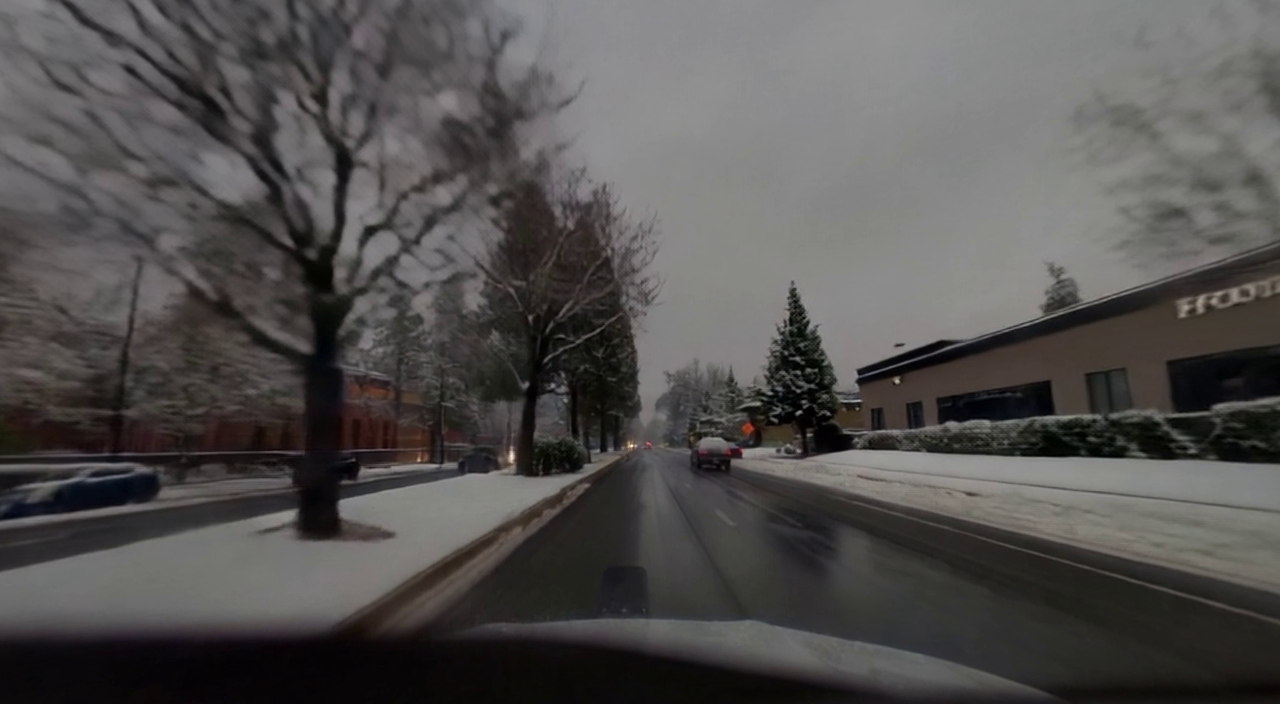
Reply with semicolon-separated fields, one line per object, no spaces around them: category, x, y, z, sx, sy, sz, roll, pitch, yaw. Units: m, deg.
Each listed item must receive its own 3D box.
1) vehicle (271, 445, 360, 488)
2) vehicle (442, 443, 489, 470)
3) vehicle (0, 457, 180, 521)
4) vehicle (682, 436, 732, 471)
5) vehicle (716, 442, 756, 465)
vehicle;-16.534;5.827;32.437;2.070;1.892;4.708;-2;-8;0
vehicle;-12.141;7.276;44.085;1.951;1.760;4.410;0;-8;1
vehicle;-16.590;3.979;18.856;2.009;1.540;4.849;0;-8;0
vehicle;3.525;5.432;33.926;2.143;1.759;4.378;0;-8;-1
vehicle;6.613;7.076;43.957;2.100;1.491;4.563;0;-8;0
